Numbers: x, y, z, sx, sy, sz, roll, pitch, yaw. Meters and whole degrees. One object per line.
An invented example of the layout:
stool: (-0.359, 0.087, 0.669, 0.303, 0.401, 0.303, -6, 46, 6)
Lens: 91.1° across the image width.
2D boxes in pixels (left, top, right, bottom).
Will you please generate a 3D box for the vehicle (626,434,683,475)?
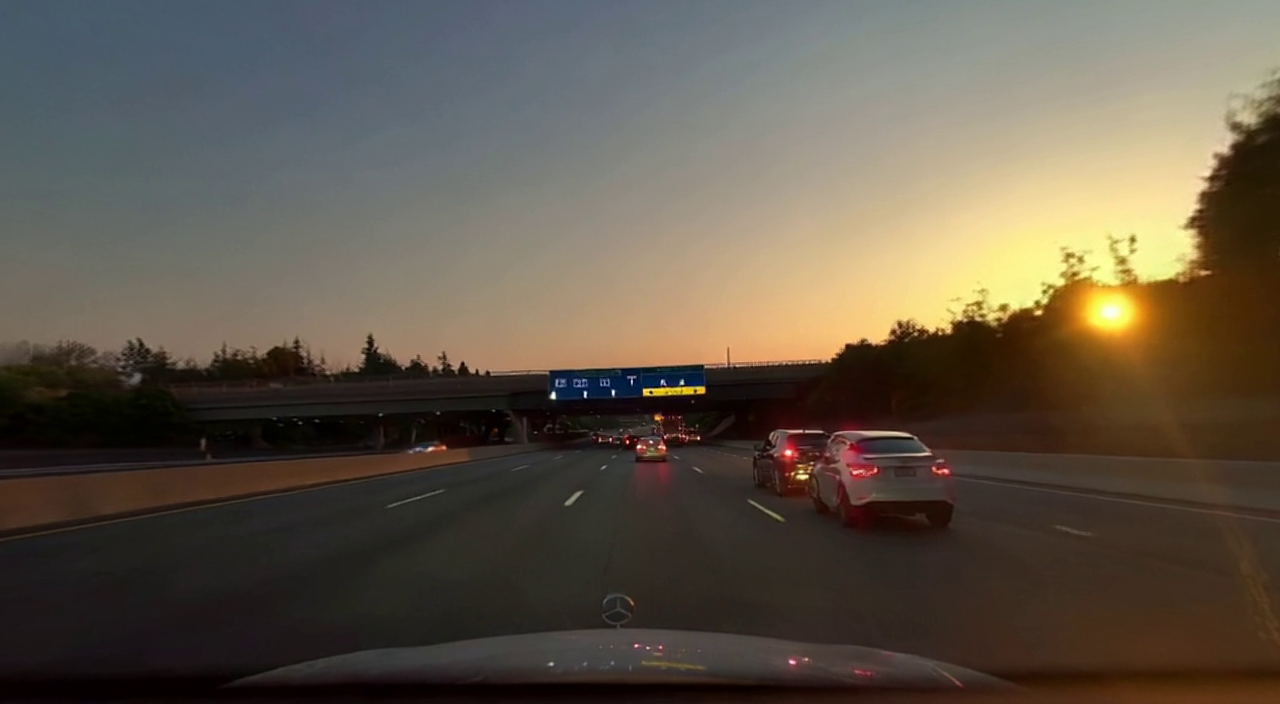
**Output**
vehicle: (0.479, 3.964, 24.693, 2.046, 1.467, 3.844, 0, -8, -1)
